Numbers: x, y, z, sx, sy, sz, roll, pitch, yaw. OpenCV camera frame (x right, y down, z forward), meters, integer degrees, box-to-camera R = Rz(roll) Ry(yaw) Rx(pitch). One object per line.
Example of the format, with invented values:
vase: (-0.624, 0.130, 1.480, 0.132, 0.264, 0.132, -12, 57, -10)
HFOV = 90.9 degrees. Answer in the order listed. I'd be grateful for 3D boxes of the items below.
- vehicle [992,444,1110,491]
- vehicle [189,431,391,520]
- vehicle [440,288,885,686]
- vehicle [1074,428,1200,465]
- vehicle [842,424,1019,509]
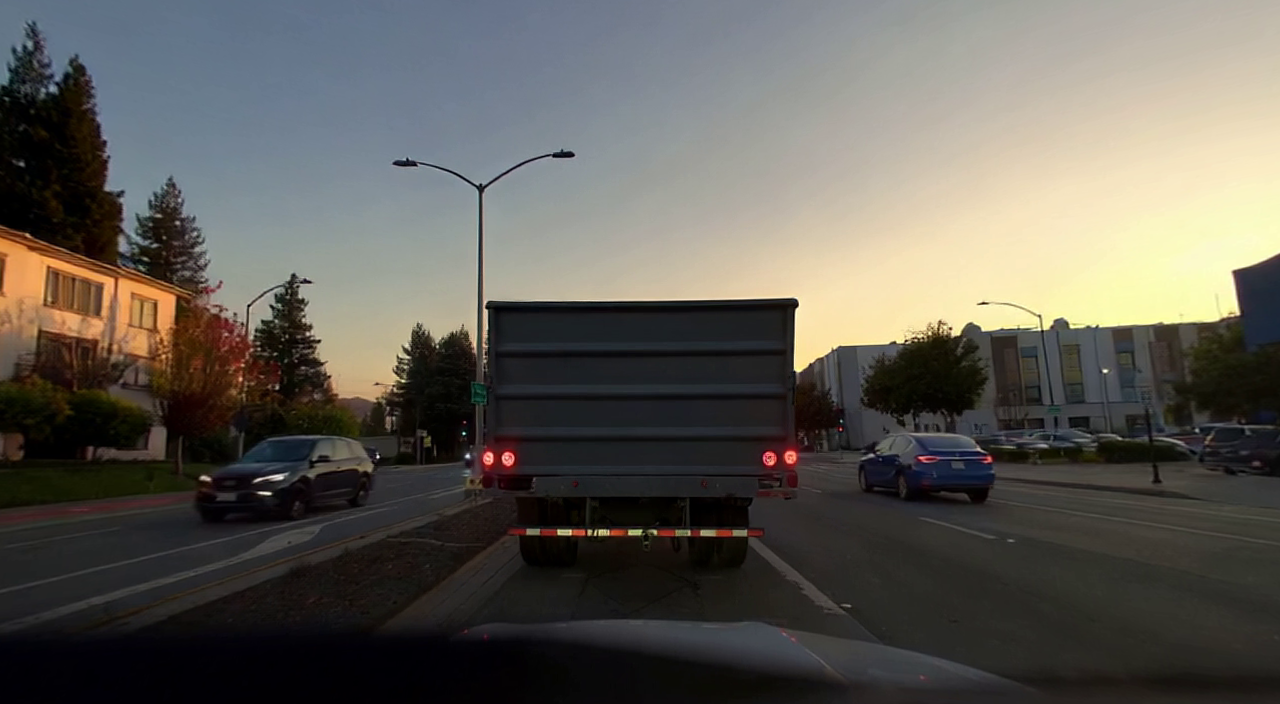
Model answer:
vehicle: (14.300, 4.009, 22.207, 1.702, 1.475, 3.670, -1, -8, 1)
vehicle: (-8.027, 2.849, 15.193, 2.052, 1.772, 4.838, -1, -8, 0)
vehicle: (0.273, 1.297, 7.396, 2.650, 2.391, 7.008, -1, -8, 3)
vehicle: (23.112, 4.390, 29.435, 4.171, 1.614, 1.894, -1, -8, 1)
vehicle: (6.965, 2.800, 15.889, 2.160, 1.772, 4.883, -1, -8, 1)
